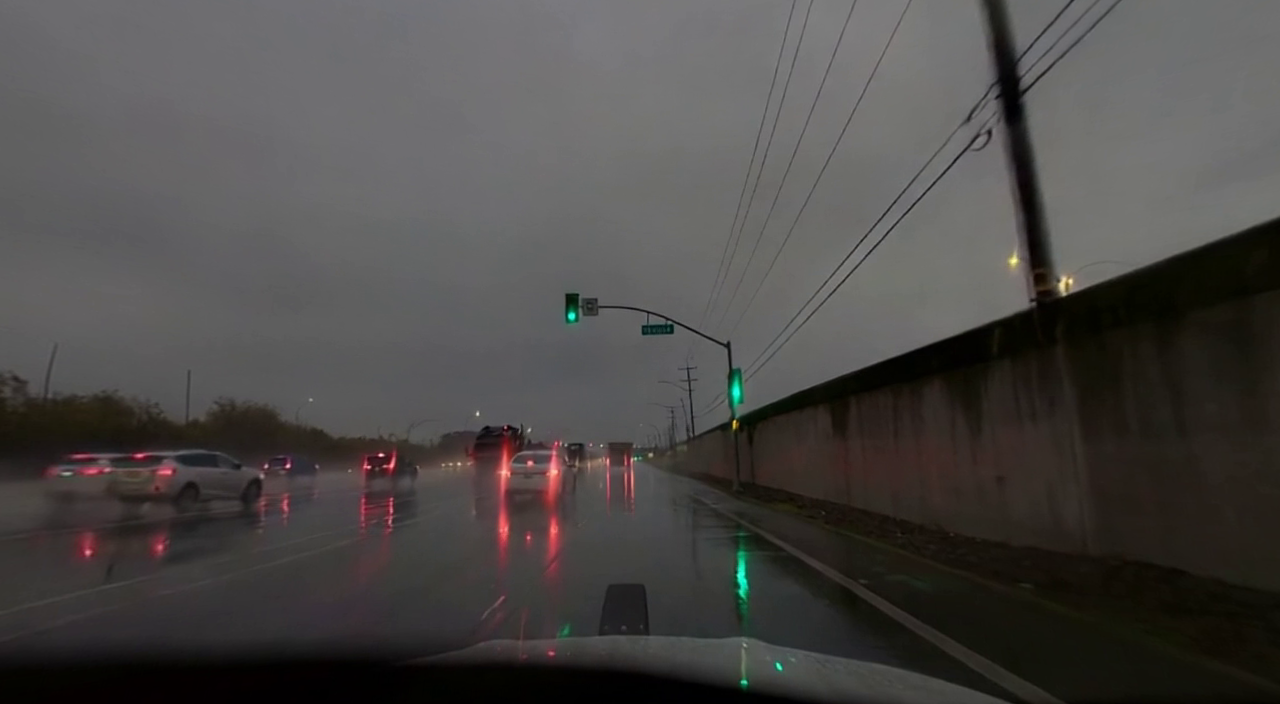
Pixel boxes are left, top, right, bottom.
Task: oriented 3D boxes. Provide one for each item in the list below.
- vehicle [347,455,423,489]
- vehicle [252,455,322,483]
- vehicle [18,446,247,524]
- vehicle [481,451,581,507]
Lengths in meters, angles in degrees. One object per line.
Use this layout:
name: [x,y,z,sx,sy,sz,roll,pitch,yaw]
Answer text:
vehicle: [-12.557,5.922,31.405,1.905,1.492,4.151,-1,-8,2]
vehicle: [-23.594,7.812,42.409,1.891,1.696,4.613,-1,-8,2]
vehicle: [-13.248,3.440,17.014,2.096,1.773,4.751,-1,-9,2]
vehicle: [-3.231,3.897,19.866,2.019,1.480,4.966,-1,-8,3]
